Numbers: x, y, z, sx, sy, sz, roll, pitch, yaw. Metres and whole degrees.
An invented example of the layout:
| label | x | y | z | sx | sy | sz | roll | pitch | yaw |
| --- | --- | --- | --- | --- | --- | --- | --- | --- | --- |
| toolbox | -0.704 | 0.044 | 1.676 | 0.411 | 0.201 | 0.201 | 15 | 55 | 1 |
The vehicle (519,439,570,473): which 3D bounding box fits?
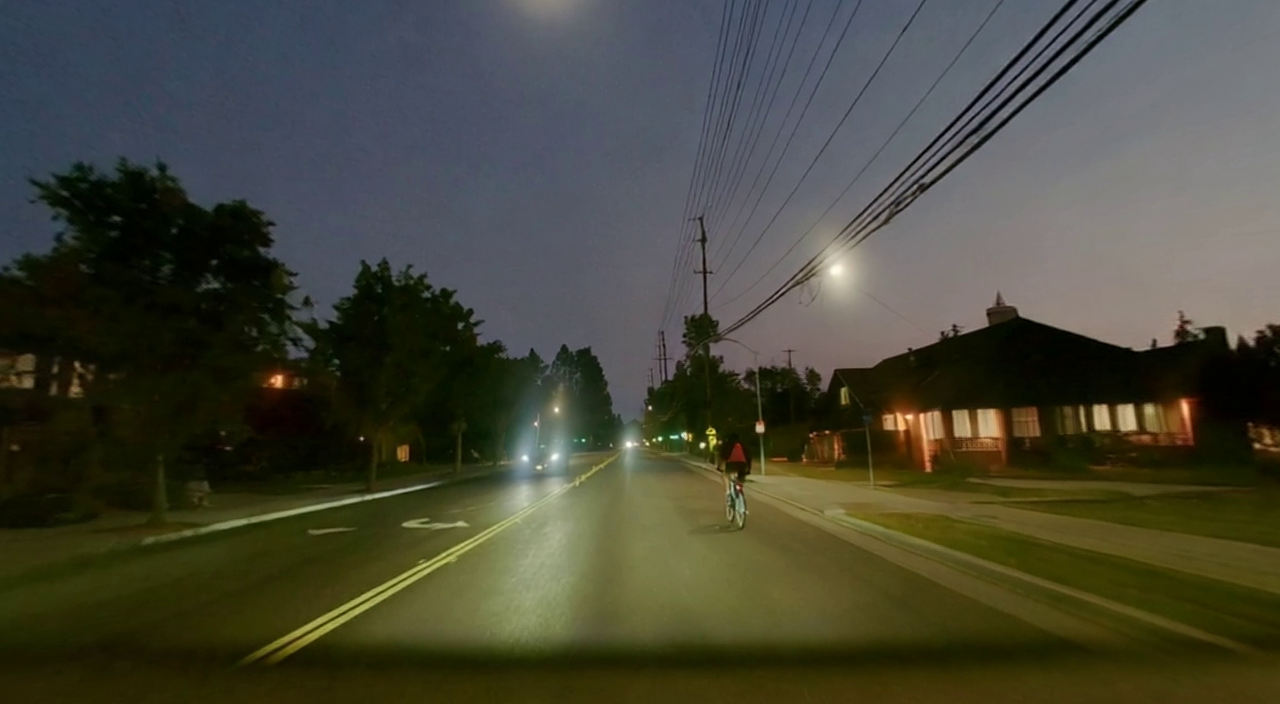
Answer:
| label | x | y | z | sx | sy | sz | roll | pitch | yaw |
| --- | --- | --- | --- | --- | --- | --- | --- | --- | --- |
| vehicle | -5.247 | 5.811 | 35.377 | 2.073 | 1.761 | 4.589 | 0 | -8 | 1 |
